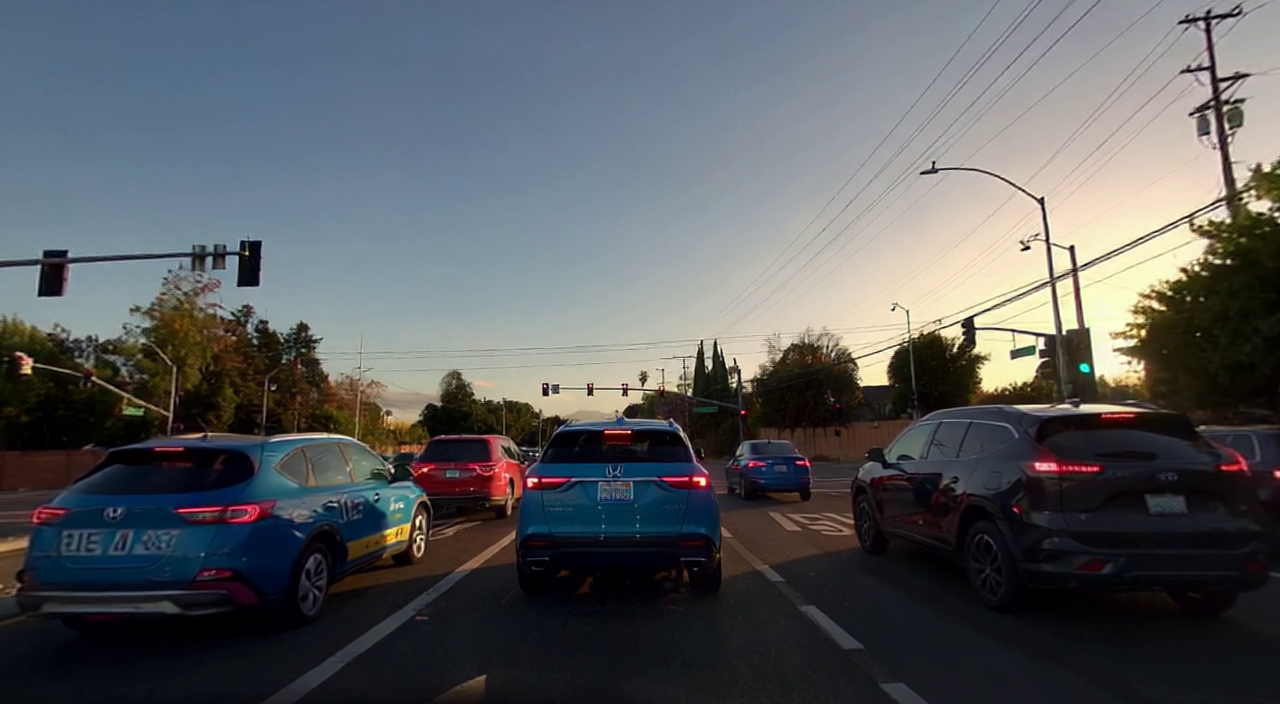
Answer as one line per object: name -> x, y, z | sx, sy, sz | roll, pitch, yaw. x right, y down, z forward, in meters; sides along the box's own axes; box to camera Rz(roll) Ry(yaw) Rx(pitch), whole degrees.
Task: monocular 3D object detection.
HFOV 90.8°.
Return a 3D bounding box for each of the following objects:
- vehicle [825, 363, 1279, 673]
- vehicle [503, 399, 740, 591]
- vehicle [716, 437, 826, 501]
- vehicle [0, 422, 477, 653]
vehicle -> 3.518, 1.301, 6.040 | 1.999, 1.789, 4.583 | 0, -9, -1
vehicle -> -0.136, 1.590, 7.778 | 2.111, 1.712, 4.078 | 0, -9, 1
vehicle -> 3.357, 3.086, 17.096 | 1.949, 1.479, 4.489 | 0, -9, -1
vehicle -> -3.191, 1.533, 6.358 | 1.881, 1.466, 4.484 | 0, -9, 0
